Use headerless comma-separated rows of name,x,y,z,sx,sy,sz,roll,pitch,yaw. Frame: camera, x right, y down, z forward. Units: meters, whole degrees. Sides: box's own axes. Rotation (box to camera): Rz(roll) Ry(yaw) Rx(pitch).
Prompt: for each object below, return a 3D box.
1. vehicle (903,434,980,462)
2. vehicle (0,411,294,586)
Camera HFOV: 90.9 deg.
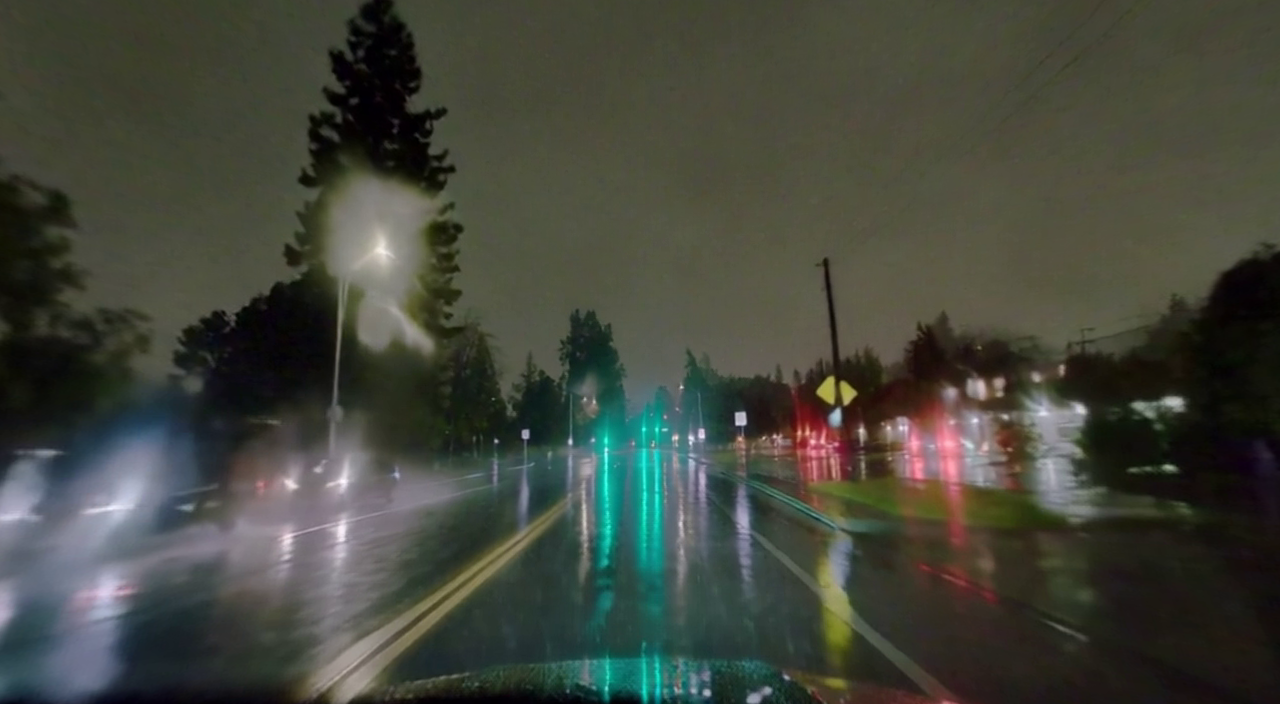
vehicle,20.392,6.518,42.789,4.151,1.730,2.131,0,-9,5
vehicle,-7.931,2.074,10.031,2.138,2.038,4.717,-4,-7,2
